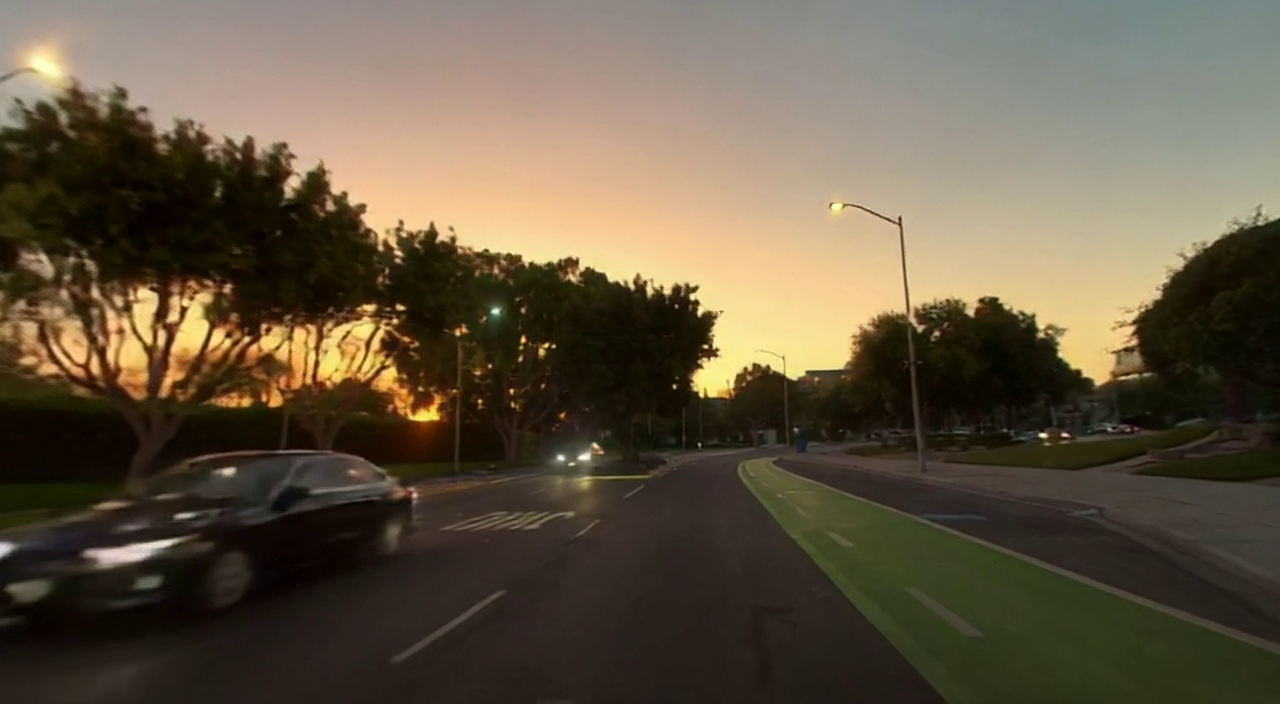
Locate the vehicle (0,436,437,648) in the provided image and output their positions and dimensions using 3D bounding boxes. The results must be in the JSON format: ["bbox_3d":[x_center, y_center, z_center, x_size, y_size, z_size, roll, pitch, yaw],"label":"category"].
[{"bbox_3d":[-4.121,1.684,6.835,2.071,1.456,4.663,-1,-8,3],"label":"vehicle"}]

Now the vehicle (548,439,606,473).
[{"bbox_3d":[-3.447,5.792,35.393,2.065,1.744,4.566,-2,-9,10],"label":"vehicle"}]
